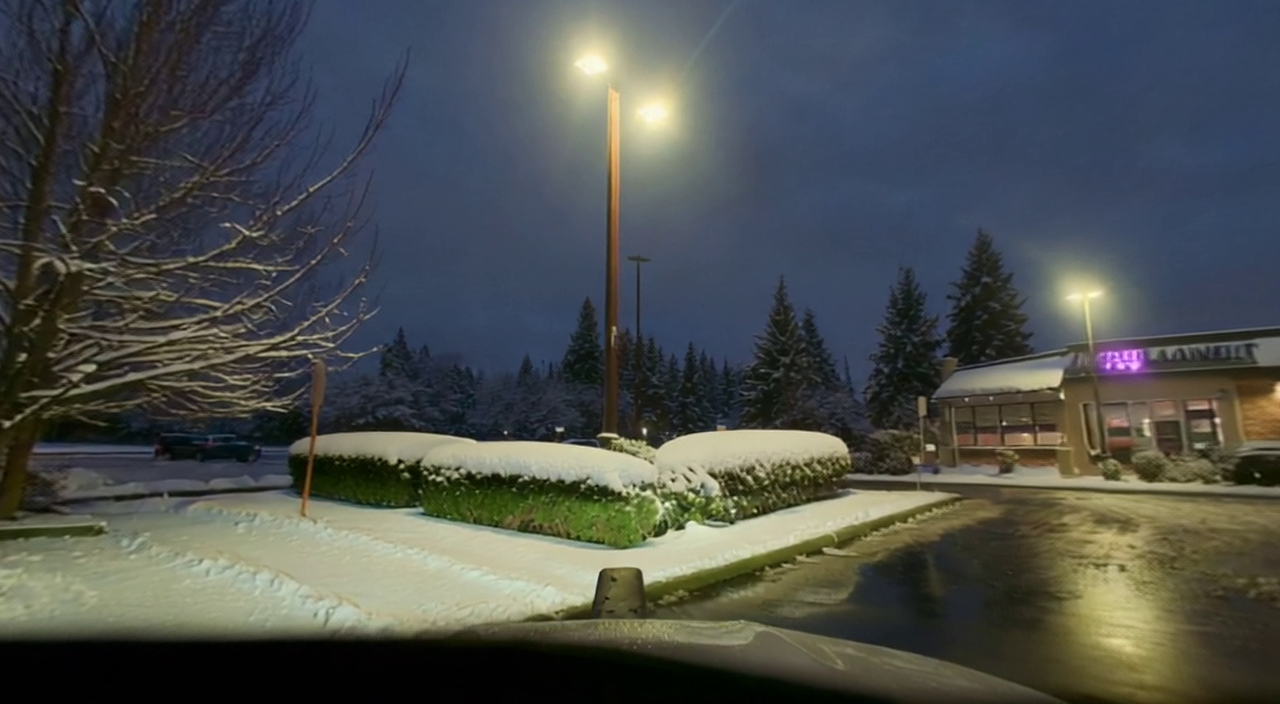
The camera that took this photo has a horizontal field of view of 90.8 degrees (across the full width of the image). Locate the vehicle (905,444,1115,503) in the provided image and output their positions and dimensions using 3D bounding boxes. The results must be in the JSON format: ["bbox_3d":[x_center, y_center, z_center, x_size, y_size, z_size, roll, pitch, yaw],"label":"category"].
[{"bbox_3d":[10.357,3.352,17.945,4.772,1.441,1.976,-8,-11,41],"label":"vehicle"}]

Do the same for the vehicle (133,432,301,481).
[{"bbox_3d":[-15.611,3.862,23.575,1.921,1.632,4.752,-7,-11,41],"label":"vehicle"}]

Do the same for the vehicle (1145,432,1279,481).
[{"bbox_3d":[22.982,4.057,24.579,4.939,1.664,2.055,-9,-10,41],"label":"vehicle"}]
